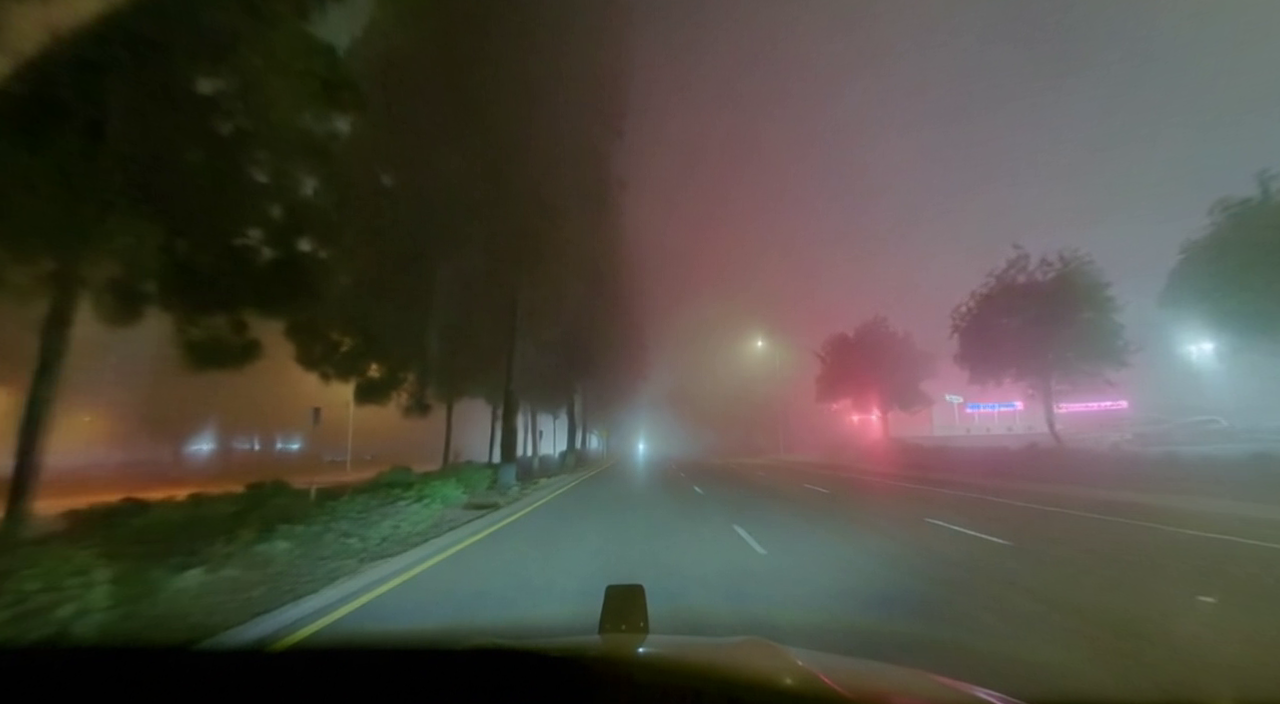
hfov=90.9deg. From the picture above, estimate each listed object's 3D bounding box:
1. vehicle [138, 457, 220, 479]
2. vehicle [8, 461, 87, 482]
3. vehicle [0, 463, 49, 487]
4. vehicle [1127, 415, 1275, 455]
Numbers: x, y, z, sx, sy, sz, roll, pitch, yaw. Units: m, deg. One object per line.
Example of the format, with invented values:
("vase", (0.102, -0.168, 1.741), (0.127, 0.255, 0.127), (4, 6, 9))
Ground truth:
("vehicle", (-31.009, 7.855, 42.493), (3.970, 1.408, 1.825), (1, -11, -7))
("vehicle", (-46.844, 9.457, 49.977), (1.843, 1.525, 4.352), (0, -9, 4))
("vehicle", (-44.276, 8.590, 44.068), (1.784, 1.486, 4.167), (0, -8, 1))
("vehicle", (31.855, 4.756, 35.969), (6.116, 1.924, 2.287), (-3, -7, 1))
